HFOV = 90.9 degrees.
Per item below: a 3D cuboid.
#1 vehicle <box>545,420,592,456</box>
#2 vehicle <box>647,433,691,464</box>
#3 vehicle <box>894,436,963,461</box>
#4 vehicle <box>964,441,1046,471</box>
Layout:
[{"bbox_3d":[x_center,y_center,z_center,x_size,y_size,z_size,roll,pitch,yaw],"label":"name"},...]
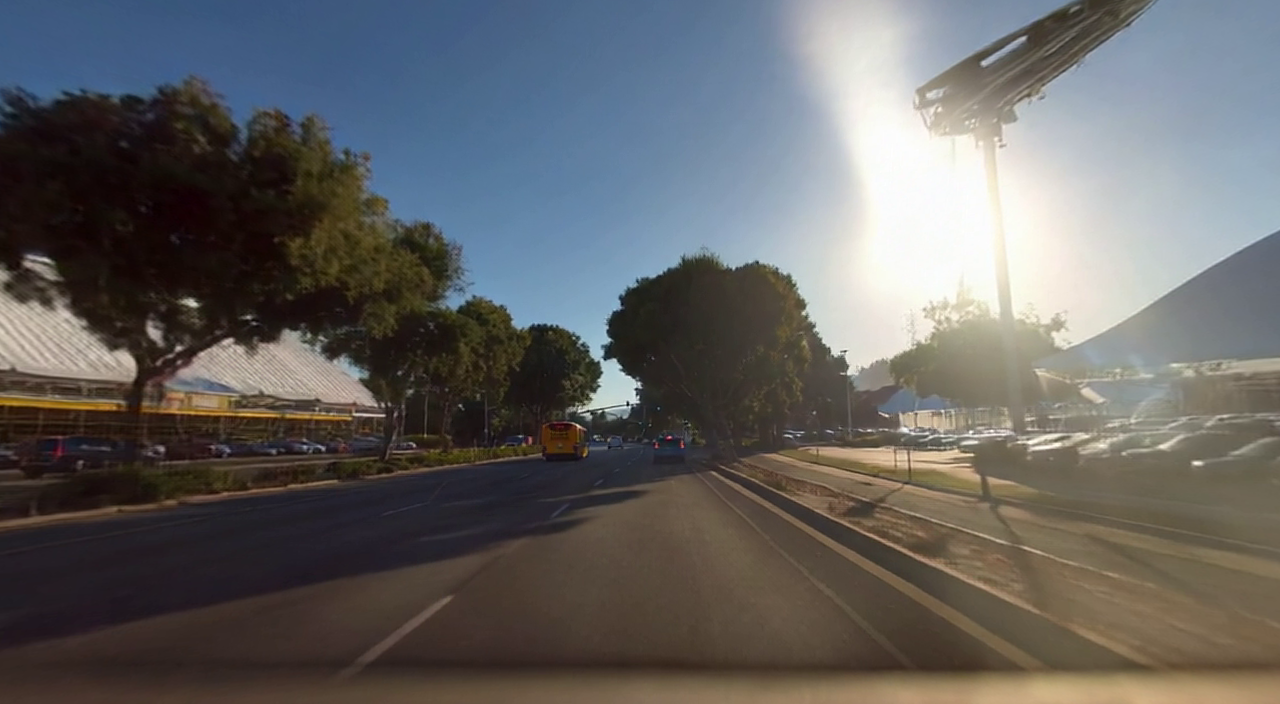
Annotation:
[{"bbox_3d":[-5.285,6.559,47.817,2.485,2.556,6.363,-1,-9,3],"label":"vehicle"},{"bbox_3d":[1.469,5.044,32.890,2.123,1.498,4.226,0,-9,1],"label":"vehicle"},{"bbox_3d":[20.294,6.816,44.691,2.229,1.661,5.991,0,-9,2],"label":"vehicle"},{"bbox_3d":[19.672,5.607,34.252,1.849,1.466,4.831,-1,-9,4],"label":"vehicle"}]
